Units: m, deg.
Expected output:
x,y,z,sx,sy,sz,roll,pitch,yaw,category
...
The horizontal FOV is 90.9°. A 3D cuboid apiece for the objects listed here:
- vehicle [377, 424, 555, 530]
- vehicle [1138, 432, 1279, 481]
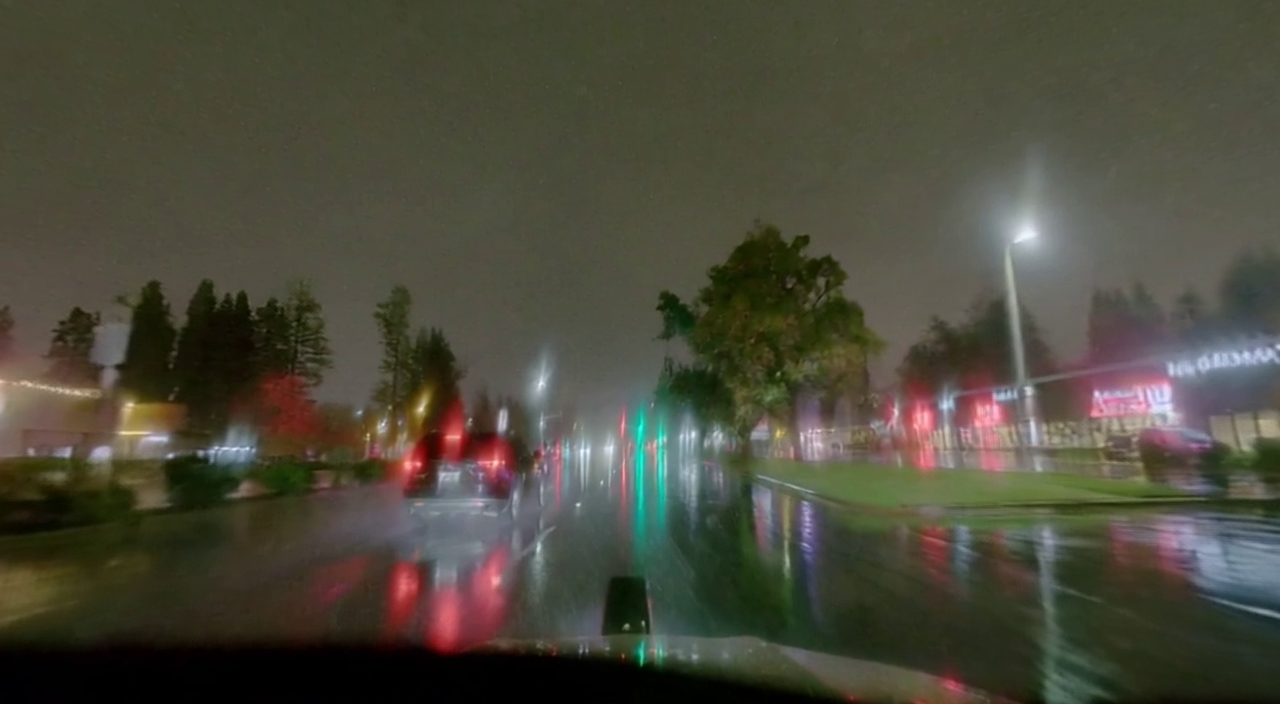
x,y,z,sx,sy,sz,roll,pitch,yaw,category
-3.041,2.280,12.101,2.127,1.654,4.121,-1,-8,2,vehicle
21.773,3.911,23.934,1.917,1.646,4.676,-1,-8,1,vehicle
